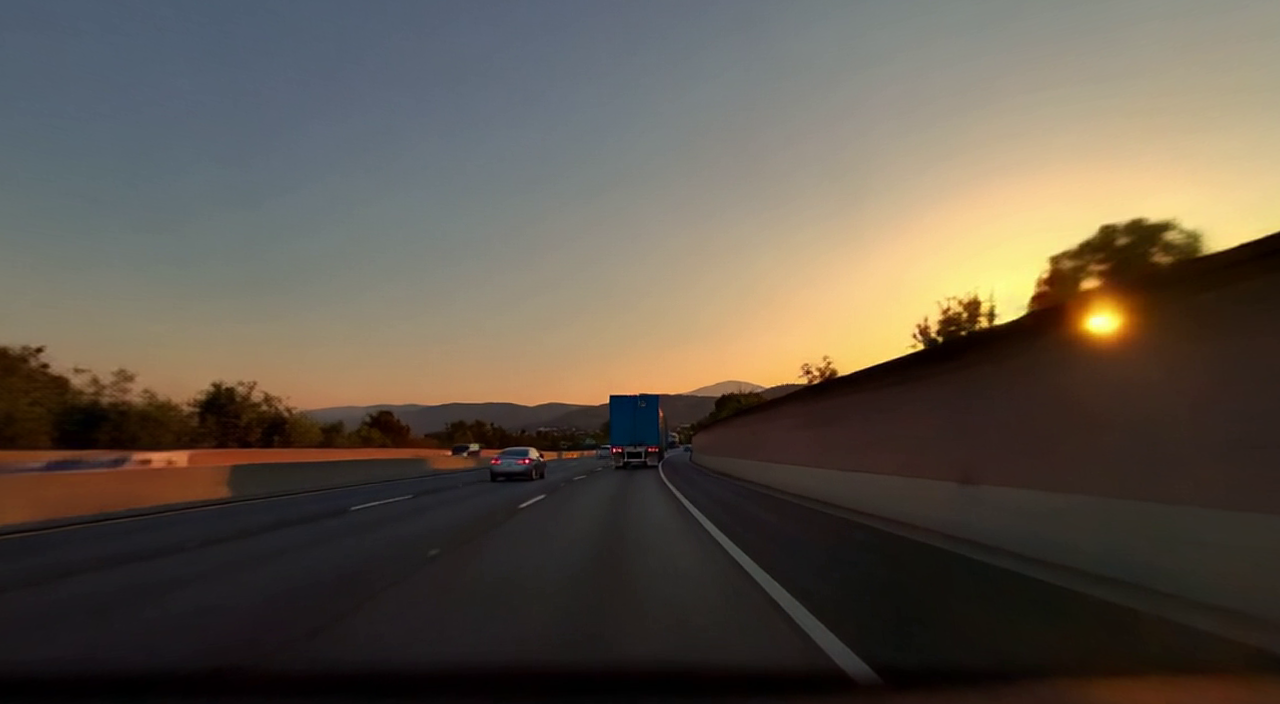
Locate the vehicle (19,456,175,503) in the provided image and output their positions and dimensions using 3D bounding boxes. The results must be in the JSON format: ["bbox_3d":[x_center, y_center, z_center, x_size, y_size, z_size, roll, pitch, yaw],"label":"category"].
[{"bbox_3d":[-21.519,5.028,25.163,1.933,1.646,4.718,-1,-9,1],"label":"vehicle"}]

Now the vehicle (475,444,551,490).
[{"bbox_3d":[-4.474,4.099,22.614,1.895,1.500,3.808,0,-9,1],"label":"vehicle"}]

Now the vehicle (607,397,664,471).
[{"bbox_3d":[-0.224,5.363,40.017,3.123,4.094,10.812,0,-9,0],"label":"vehicle"}]
